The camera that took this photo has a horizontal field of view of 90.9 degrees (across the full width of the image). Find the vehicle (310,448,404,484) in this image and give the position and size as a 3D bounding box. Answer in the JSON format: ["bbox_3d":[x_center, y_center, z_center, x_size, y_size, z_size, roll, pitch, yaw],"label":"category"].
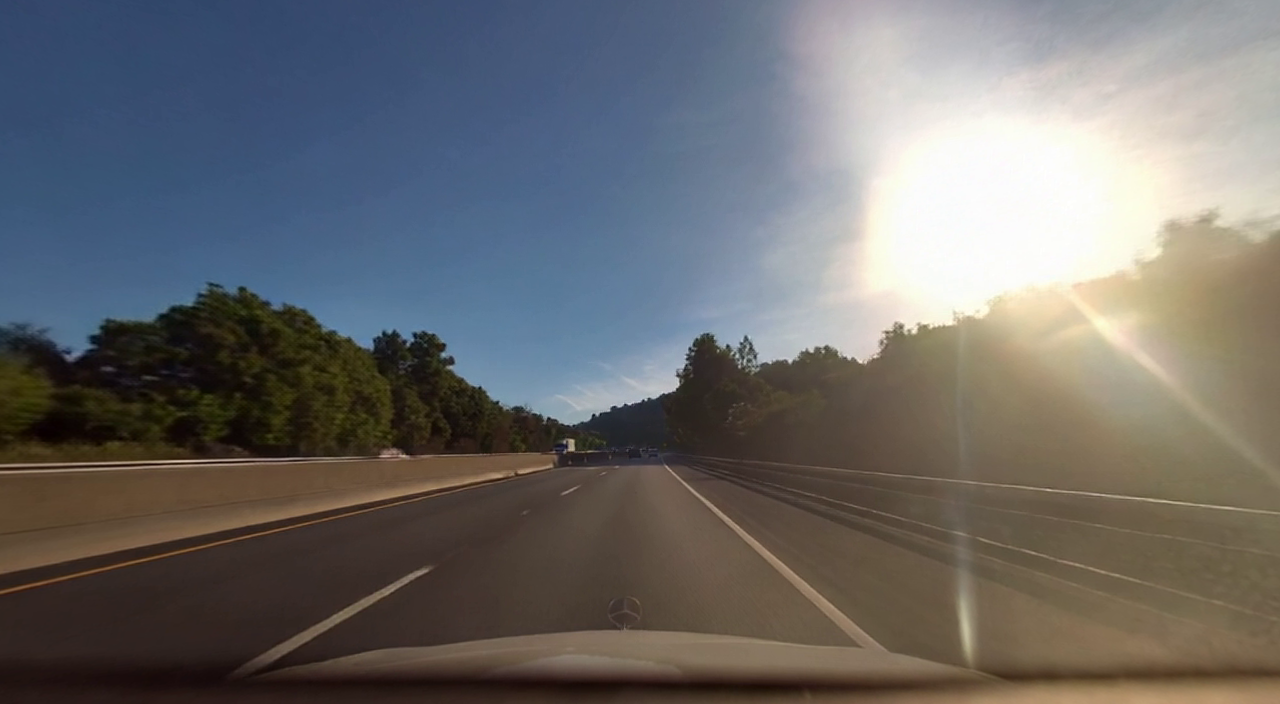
[{"bbox_3d":[-12.381,5.009,27.963,1.989,1.456,4.561,0,-9,1],"label":"vehicle"}]
